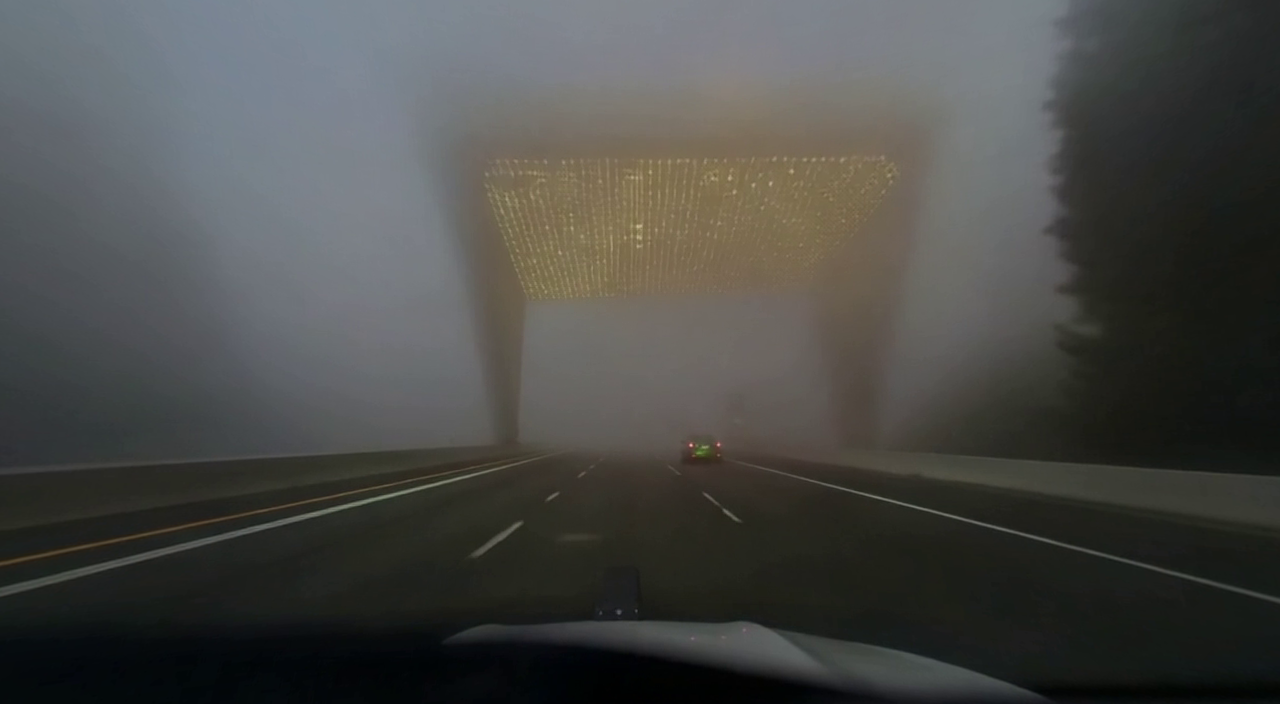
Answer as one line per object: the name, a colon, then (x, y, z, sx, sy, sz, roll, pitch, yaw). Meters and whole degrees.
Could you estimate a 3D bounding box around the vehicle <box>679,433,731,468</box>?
vehicle: (2.953, 4.557, 29.309, 1.946, 1.481, 3.969, 0, -8, -1)
